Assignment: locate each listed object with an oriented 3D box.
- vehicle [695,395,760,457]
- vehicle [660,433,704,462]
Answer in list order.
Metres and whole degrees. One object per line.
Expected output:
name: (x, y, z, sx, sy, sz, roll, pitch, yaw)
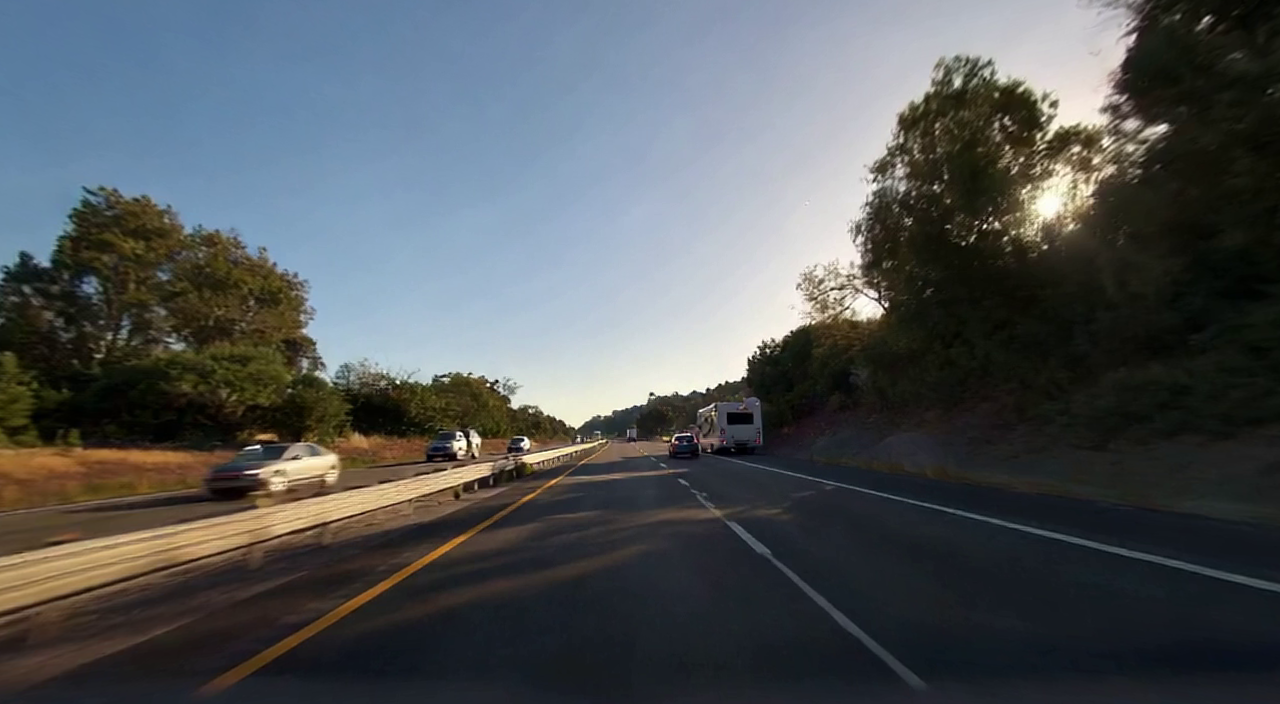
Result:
vehicle: (6.450, 5.840, 48.833, 2.937, 4.119, 14.096, 0, -8, 0)
vehicle: (2.243, 5.270, 34.904, 2.037, 1.504, 4.248, 0, -8, -2)
